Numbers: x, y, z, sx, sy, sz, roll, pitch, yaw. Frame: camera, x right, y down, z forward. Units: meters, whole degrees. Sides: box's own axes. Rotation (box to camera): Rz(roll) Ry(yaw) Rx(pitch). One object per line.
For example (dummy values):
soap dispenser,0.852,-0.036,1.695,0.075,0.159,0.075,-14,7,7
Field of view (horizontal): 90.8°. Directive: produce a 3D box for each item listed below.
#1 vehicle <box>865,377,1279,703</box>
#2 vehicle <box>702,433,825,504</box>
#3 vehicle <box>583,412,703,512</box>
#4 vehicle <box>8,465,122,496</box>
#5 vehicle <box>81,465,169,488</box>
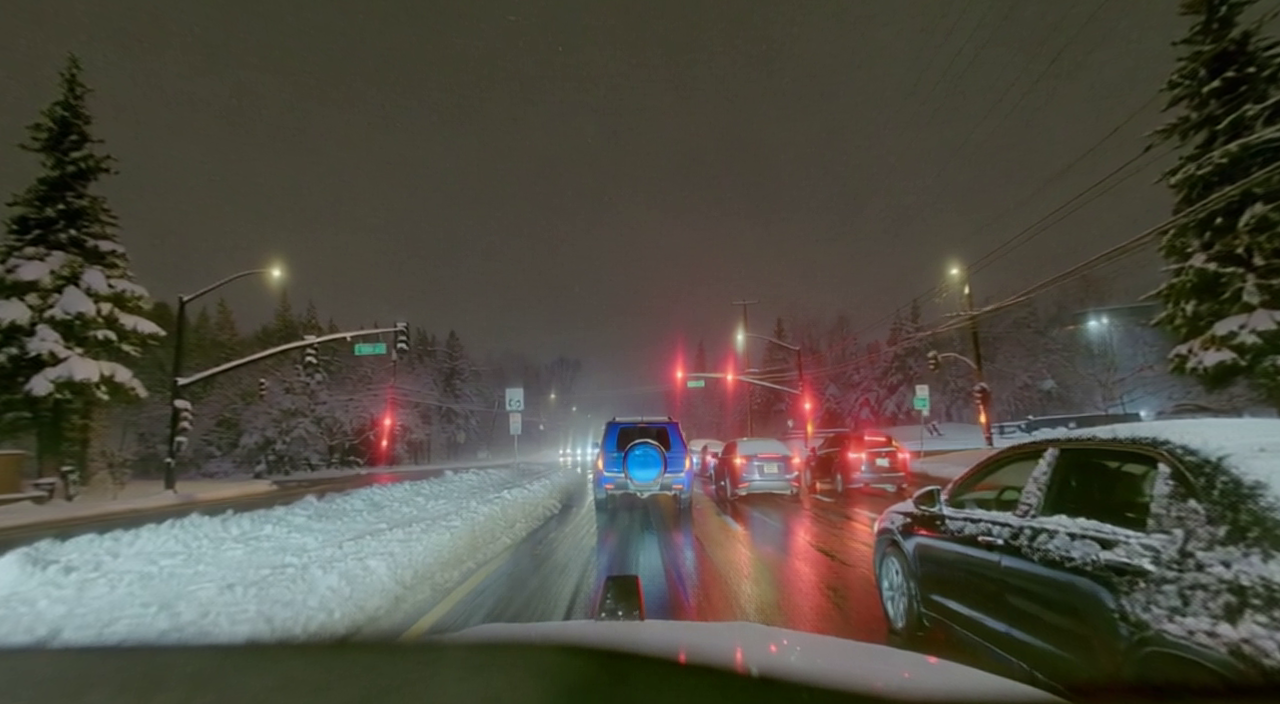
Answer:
vehicle,2.779,0.948,2.724,2.004,1.460,4.297,0,-8,0
vehicle,2.816,2.770,15.494,2.025,1.477,4.333,0,-9,-1
vehicle,0.044,2.430,14.365,2.236,1.856,4.816,0,-9,0
vehicle,-33.235,7.431,36.632,4.550,1.601,1.766,1,-9,-7
vehicle,-37.805,9.127,46.504,4.569,1.505,1.992,1,-9,-5
